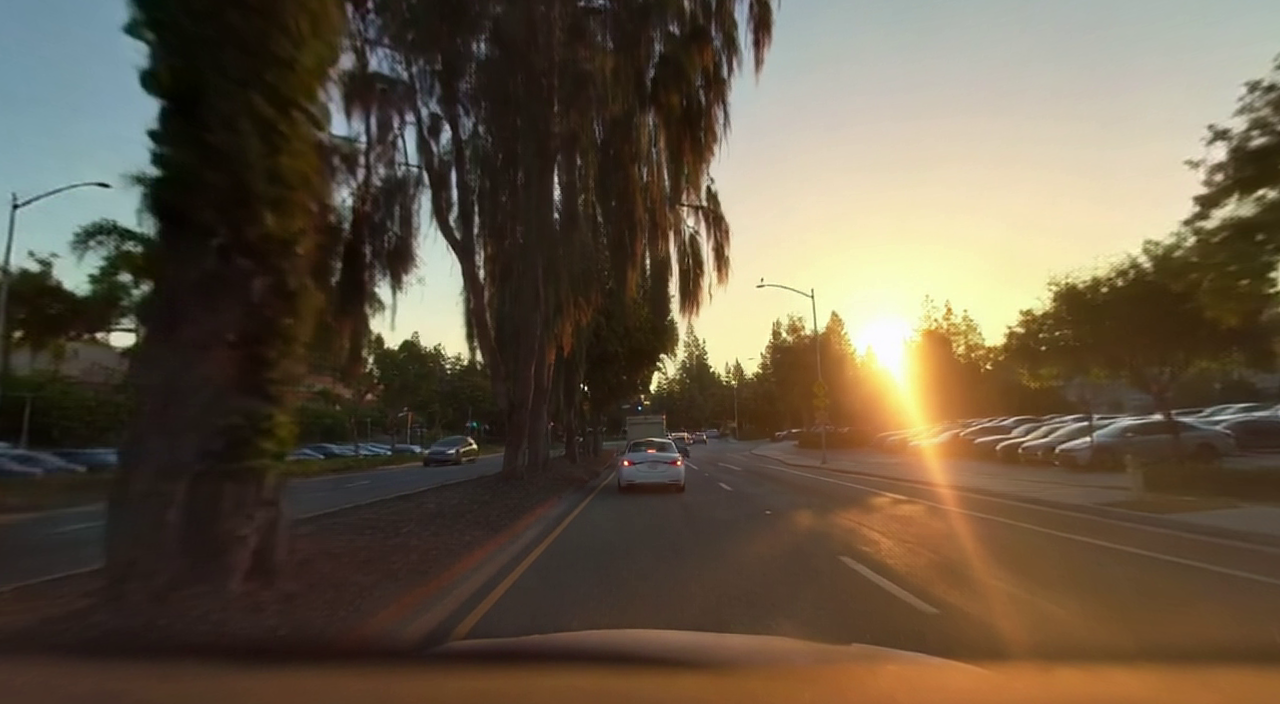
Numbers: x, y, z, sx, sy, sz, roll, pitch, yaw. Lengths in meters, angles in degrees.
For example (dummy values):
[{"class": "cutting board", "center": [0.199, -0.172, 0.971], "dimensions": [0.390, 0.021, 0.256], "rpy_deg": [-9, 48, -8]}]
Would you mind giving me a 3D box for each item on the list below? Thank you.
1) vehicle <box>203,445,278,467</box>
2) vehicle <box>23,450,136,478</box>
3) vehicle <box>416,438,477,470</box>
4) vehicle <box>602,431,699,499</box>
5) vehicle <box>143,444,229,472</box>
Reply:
[{"class": "vehicle", "center": [-29.961, 7.790, 47.327], "dimensions": [4.342, 1.621, 1.967], "rpy_deg": [-1, -8, 5]}, {"class": "vehicle", "center": [-30.532, 6.075, 34.423], "dimensions": [4.356, 1.444, 1.819], "rpy_deg": [0, -8, -1]}, {"class": "vehicle", "center": [-11.408, 6.010, 37.541], "dimensions": [2.066, 1.753, 4.559], "rpy_deg": [-1, -8, 2]}, {"class": "vehicle", "center": [0.184, 2.740, 15.721], "dimensions": [2.093, 1.442, 3.977], "rpy_deg": [0, -8, -1]}, {"class": "vehicle", "center": [-30.241, 7.035, 42.073], "dimensions": [4.266, 1.600, 1.877], "rpy_deg": [-3, -8, -2]}]
